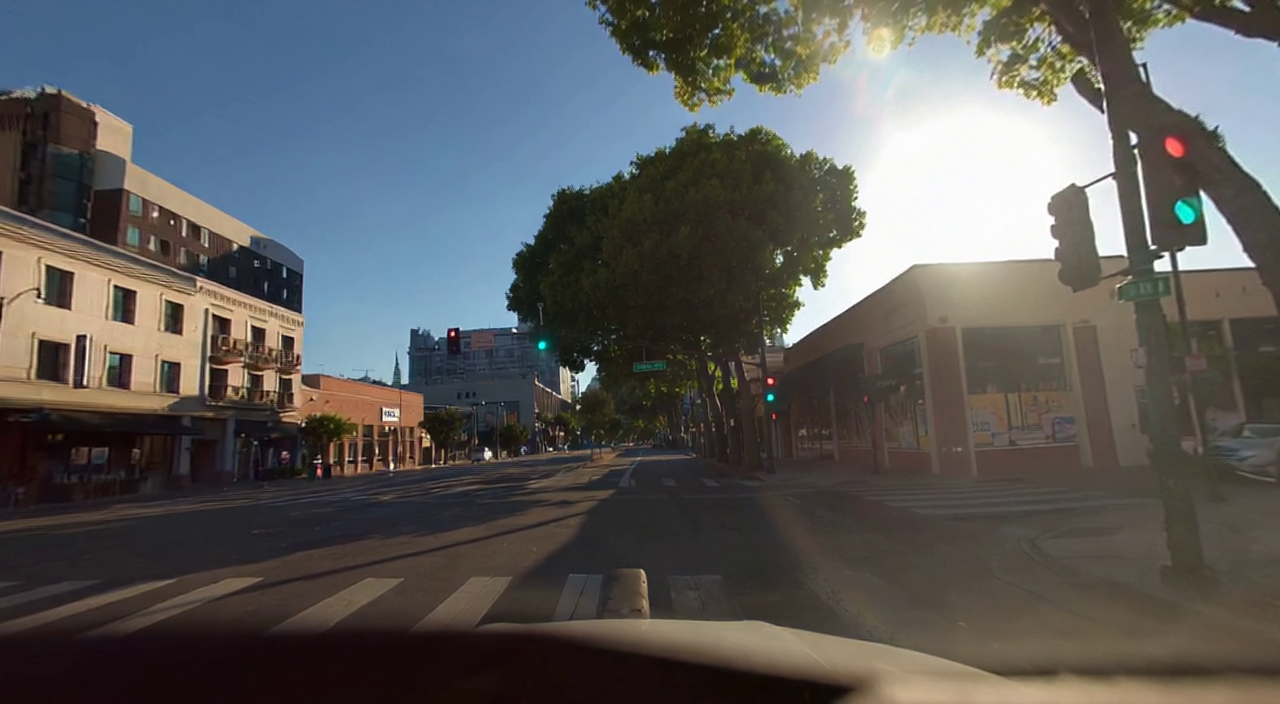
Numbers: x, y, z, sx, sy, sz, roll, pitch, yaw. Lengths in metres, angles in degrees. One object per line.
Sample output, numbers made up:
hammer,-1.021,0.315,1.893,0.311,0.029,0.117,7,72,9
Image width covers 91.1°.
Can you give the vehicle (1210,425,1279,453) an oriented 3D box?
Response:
vehicle,35.311,4.858,35.283,4.493,1.453,1.849,-3,-9,2
